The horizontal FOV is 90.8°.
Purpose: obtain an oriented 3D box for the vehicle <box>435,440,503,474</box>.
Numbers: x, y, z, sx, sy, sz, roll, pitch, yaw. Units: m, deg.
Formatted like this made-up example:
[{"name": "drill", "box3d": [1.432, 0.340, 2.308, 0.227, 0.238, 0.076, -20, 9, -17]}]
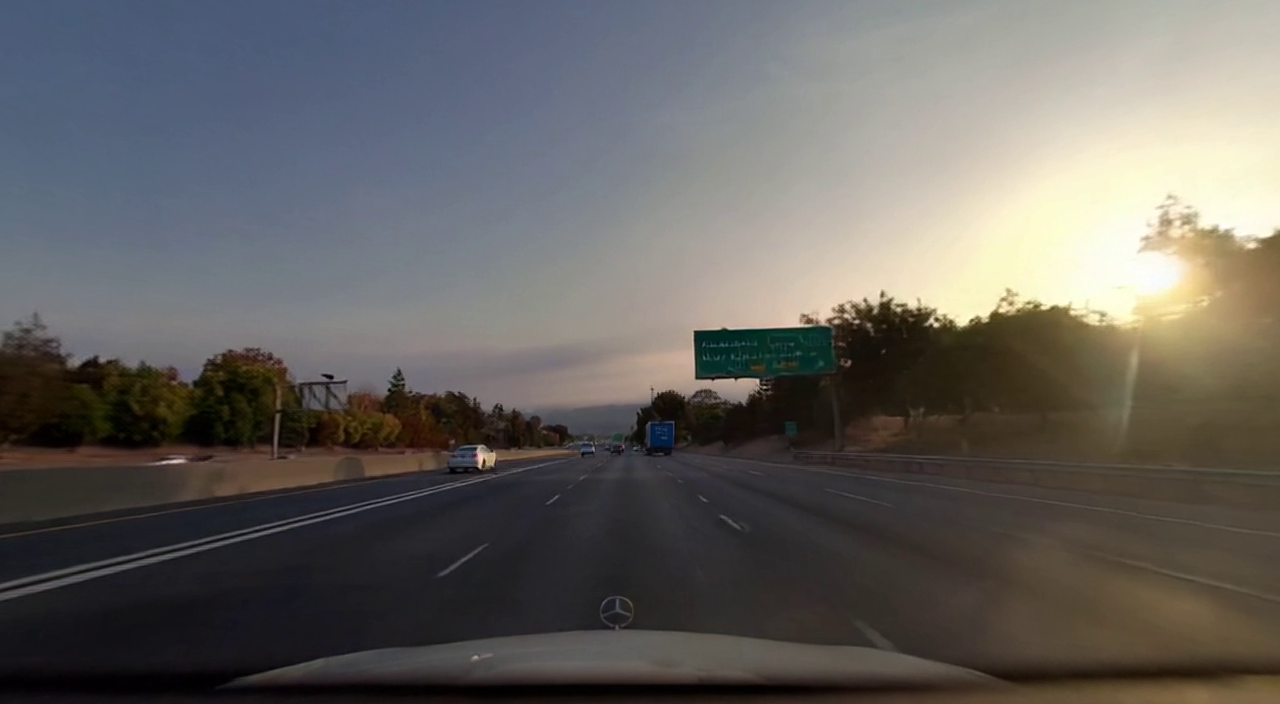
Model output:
[{"name": "vehicle", "box3d": [-8.031, 4.983, 30.145, 2.033, 1.494, 4.508, 0, -8, 0]}]
